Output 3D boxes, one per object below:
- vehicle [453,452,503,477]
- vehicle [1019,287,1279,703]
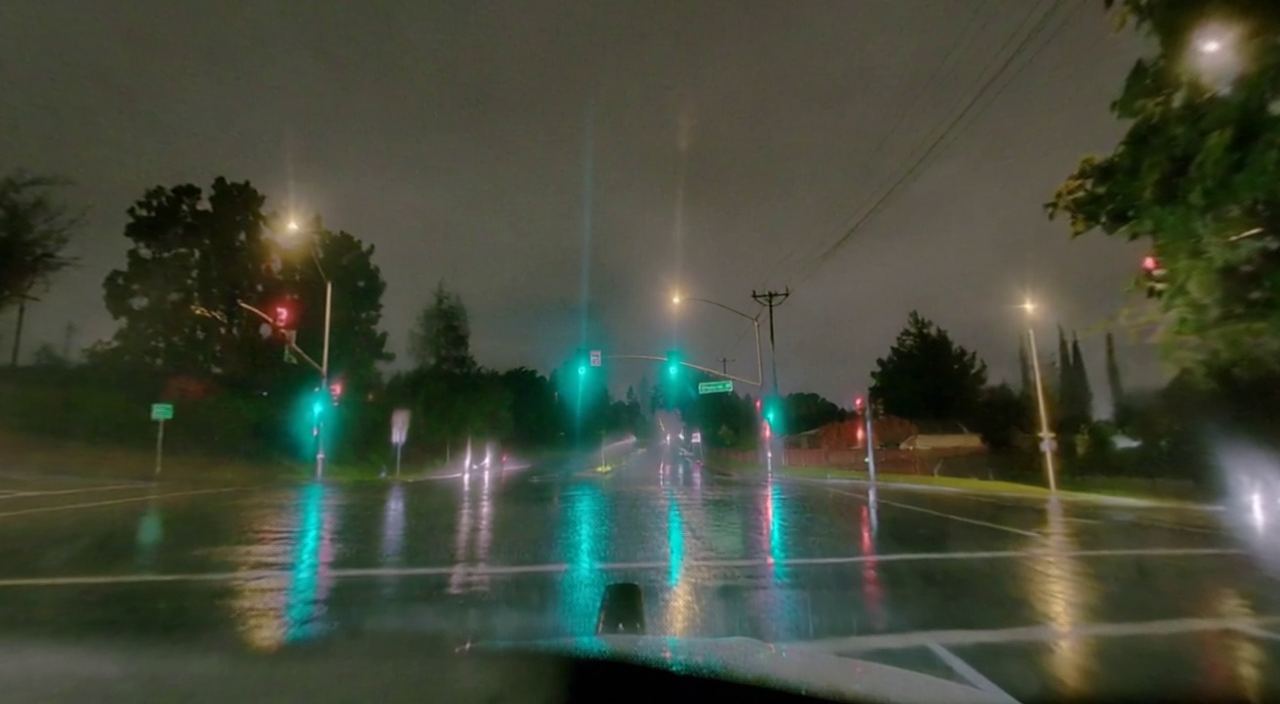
[{"bbox_3d":[-10.361,7.182,40.701,1.983,1.482,4.190,-1,-9,2],"label":"vehicle"},{"bbox_3d":[3.267,0.553,1.039,2.256,1.856,4.840,0,-9,0],"label":"vehicle"}]
